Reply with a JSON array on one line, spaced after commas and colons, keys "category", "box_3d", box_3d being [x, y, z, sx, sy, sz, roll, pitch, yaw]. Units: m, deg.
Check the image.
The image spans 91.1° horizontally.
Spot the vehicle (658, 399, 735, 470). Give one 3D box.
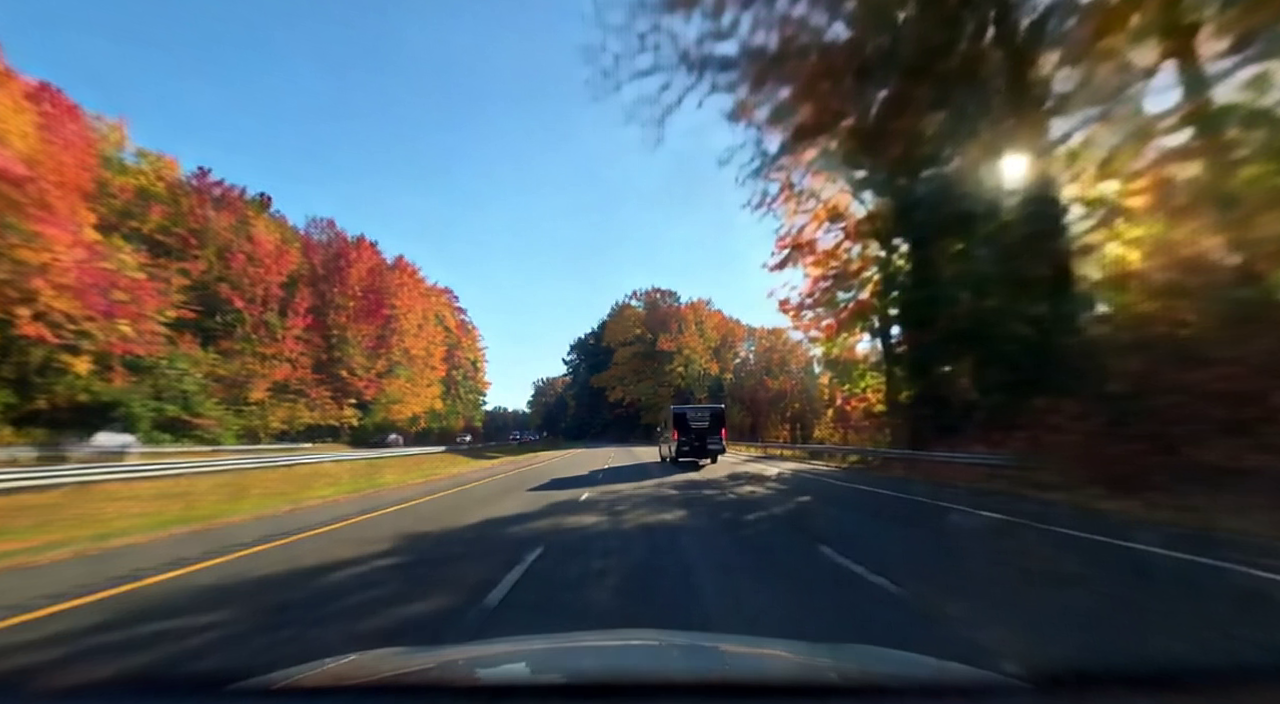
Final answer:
[{"category": "vehicle", "box_3d": [2.414, 3.879, 29.439, 2.815, 2.876, 7.101, 0, -8, -1]}]
